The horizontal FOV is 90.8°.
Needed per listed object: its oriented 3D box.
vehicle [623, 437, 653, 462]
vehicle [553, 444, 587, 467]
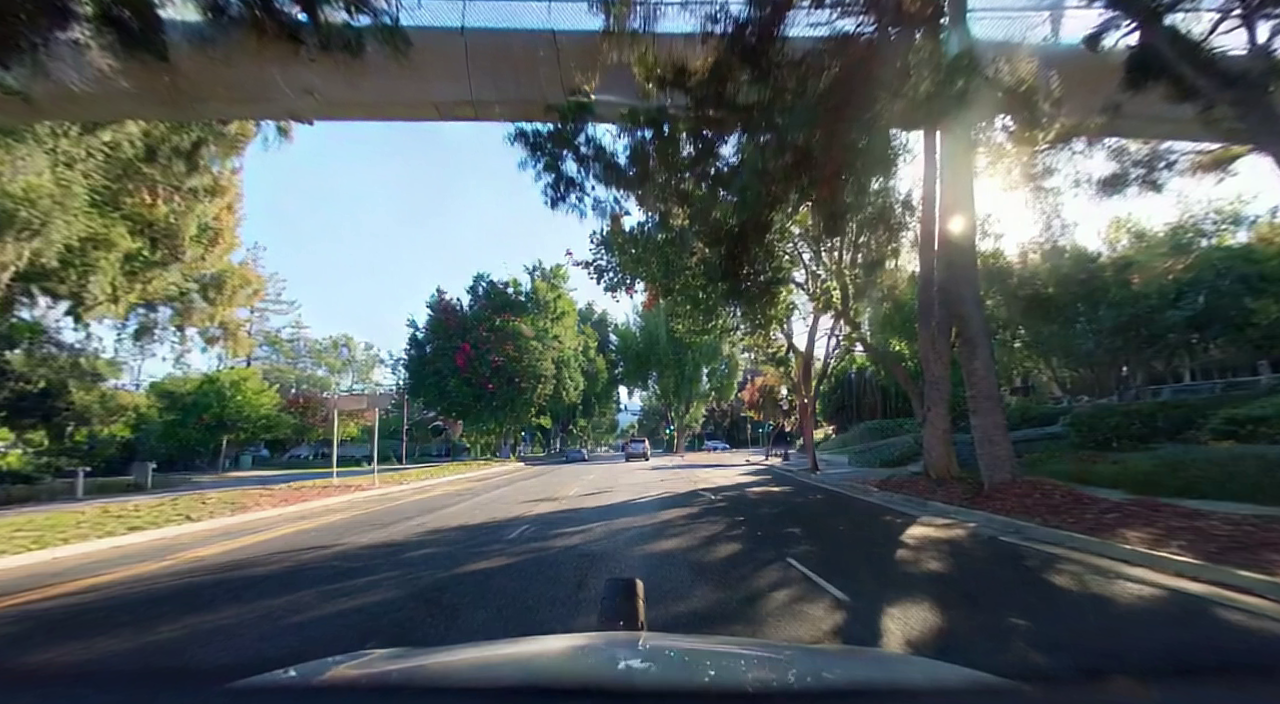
[{"bbox_3d":[-0.218,7.573,49.019,2.154,1.820,4.972,0,-8,-2],"label":"vehicle"},{"bbox_3d":[-4.478,6.676,40.833,1.674,1.408,4.141,0,-8,1],"label":"vehicle"}]
